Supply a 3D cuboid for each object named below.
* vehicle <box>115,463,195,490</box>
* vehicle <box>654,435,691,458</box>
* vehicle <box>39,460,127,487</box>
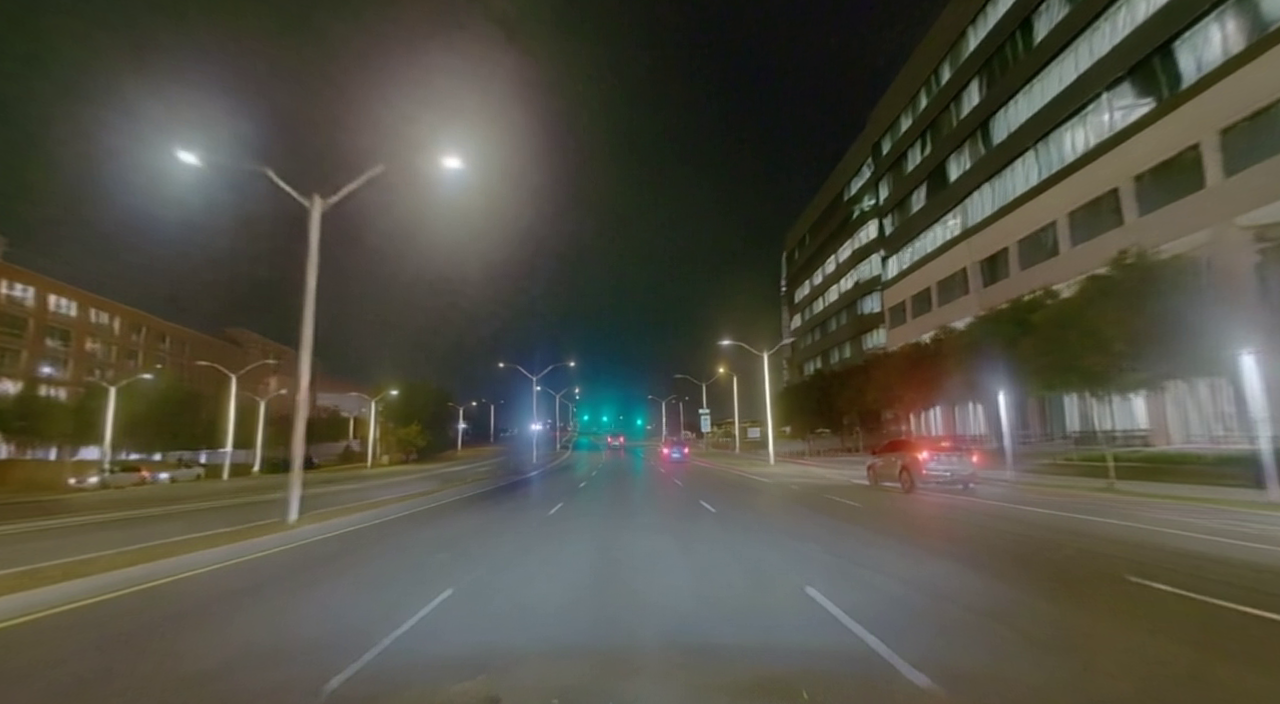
[{"bbox_3d":[-29.965,7.713,39.207,1.732,1.427,4.059,-1,-8,0],"label":"vehicle"},{"bbox_3d":[2.189,6.512,43.566,2.090,1.506,4.382,0,-8,-3],"label":"vehicle"},{"bbox_3d":[-35.197,7.649,40.048,3.762,1.498,1.983,4,-10,-29],"label":"vehicle"}]
